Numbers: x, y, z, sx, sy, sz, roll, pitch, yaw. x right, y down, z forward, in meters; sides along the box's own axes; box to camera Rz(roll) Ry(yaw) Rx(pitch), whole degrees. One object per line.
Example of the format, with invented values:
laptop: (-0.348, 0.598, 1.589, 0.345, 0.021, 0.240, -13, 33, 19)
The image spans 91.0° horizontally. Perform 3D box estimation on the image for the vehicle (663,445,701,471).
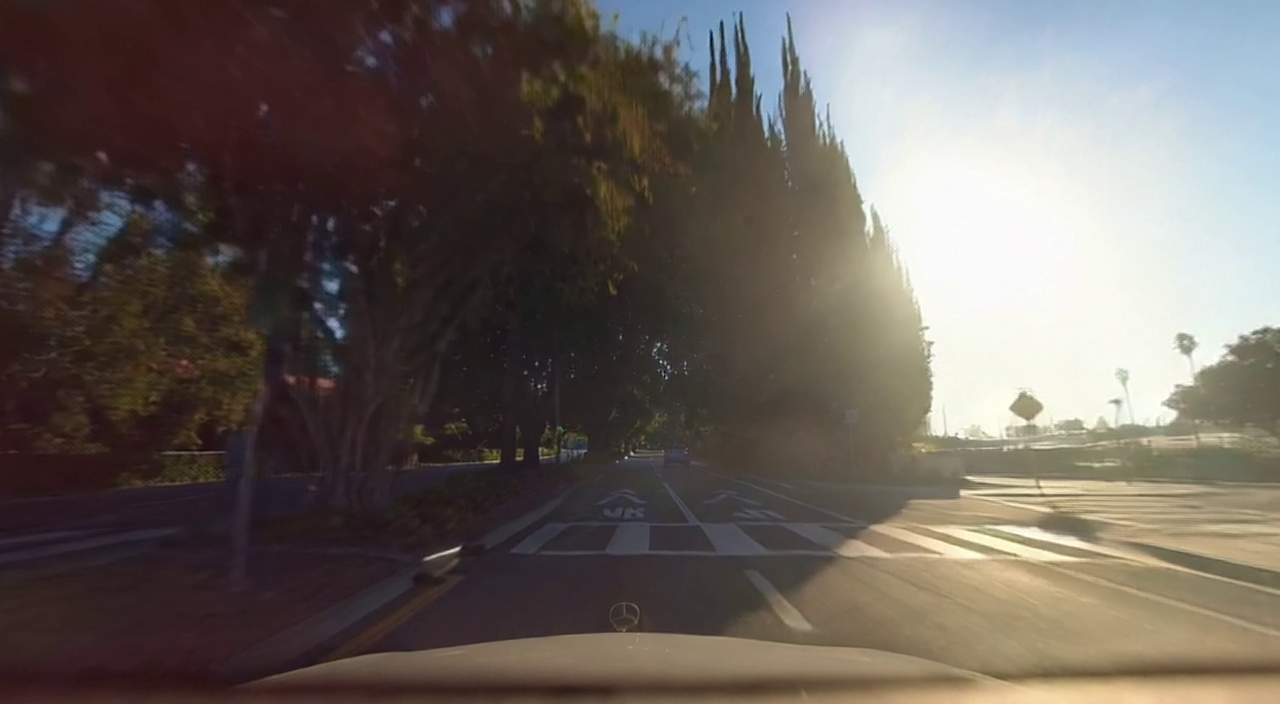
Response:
vehicle: (2.582, 6.717, 40.044, 2.044, 1.537, 4.528, 0, -8, -1)
